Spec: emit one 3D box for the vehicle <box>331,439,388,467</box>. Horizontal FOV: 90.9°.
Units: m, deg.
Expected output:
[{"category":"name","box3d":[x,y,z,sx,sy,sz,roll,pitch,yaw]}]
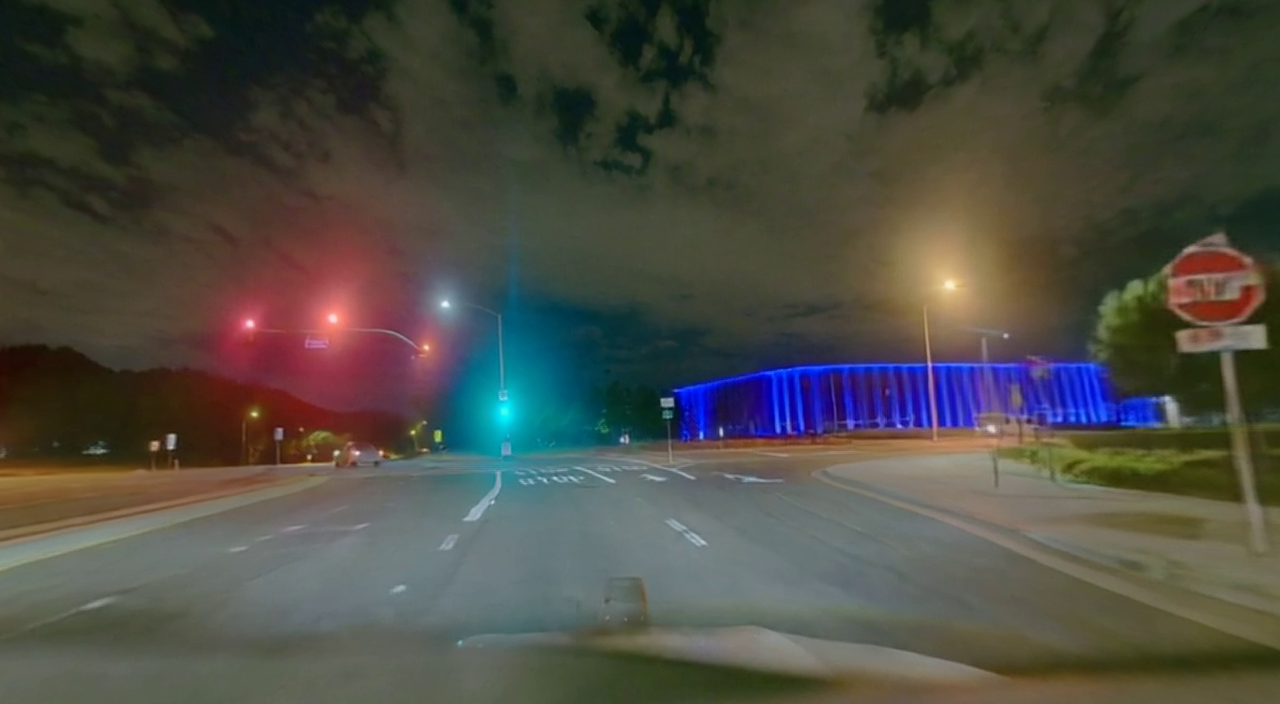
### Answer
[{"category":"vehicle","box3d":[-21.324,7.621,47.699,2.336,1.923,5.570,7,-11,-40]}]
